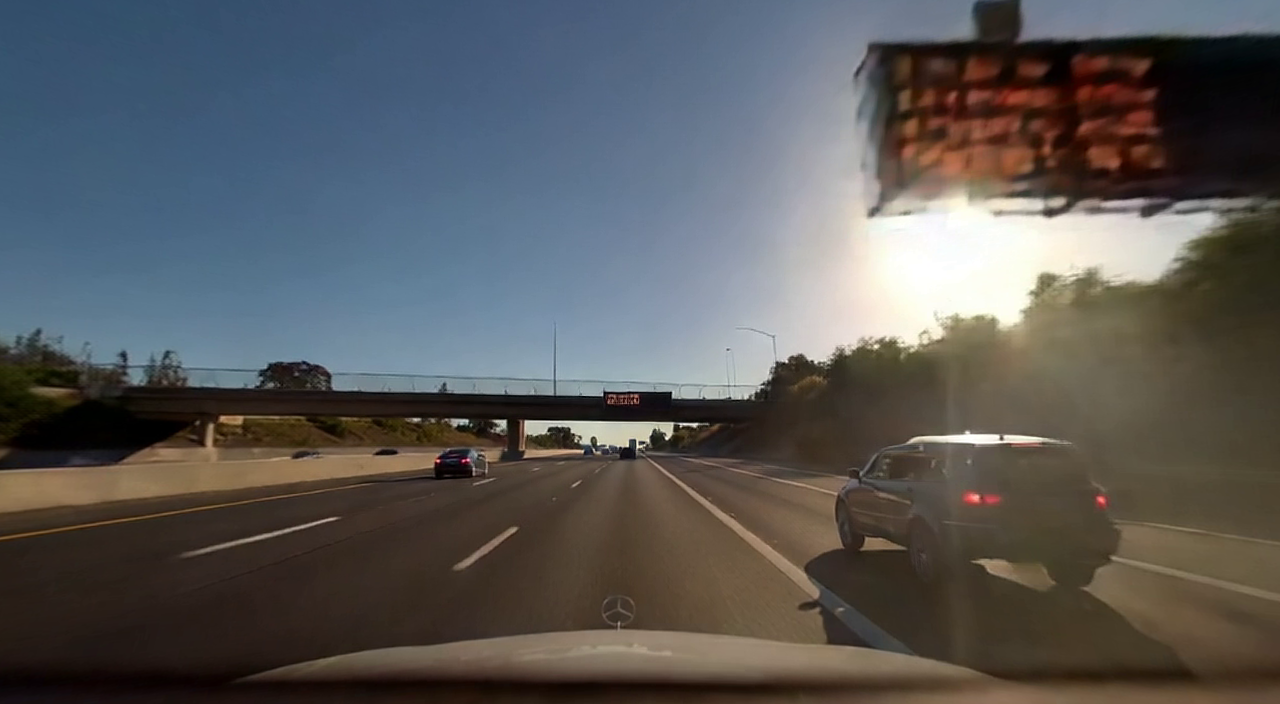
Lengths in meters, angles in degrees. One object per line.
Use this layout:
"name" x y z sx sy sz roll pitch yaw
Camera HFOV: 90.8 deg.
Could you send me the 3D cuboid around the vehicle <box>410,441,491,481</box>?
"vehicle" -8.131 4.695 27.589 2.005 1.545 4.874 0 -8 0
